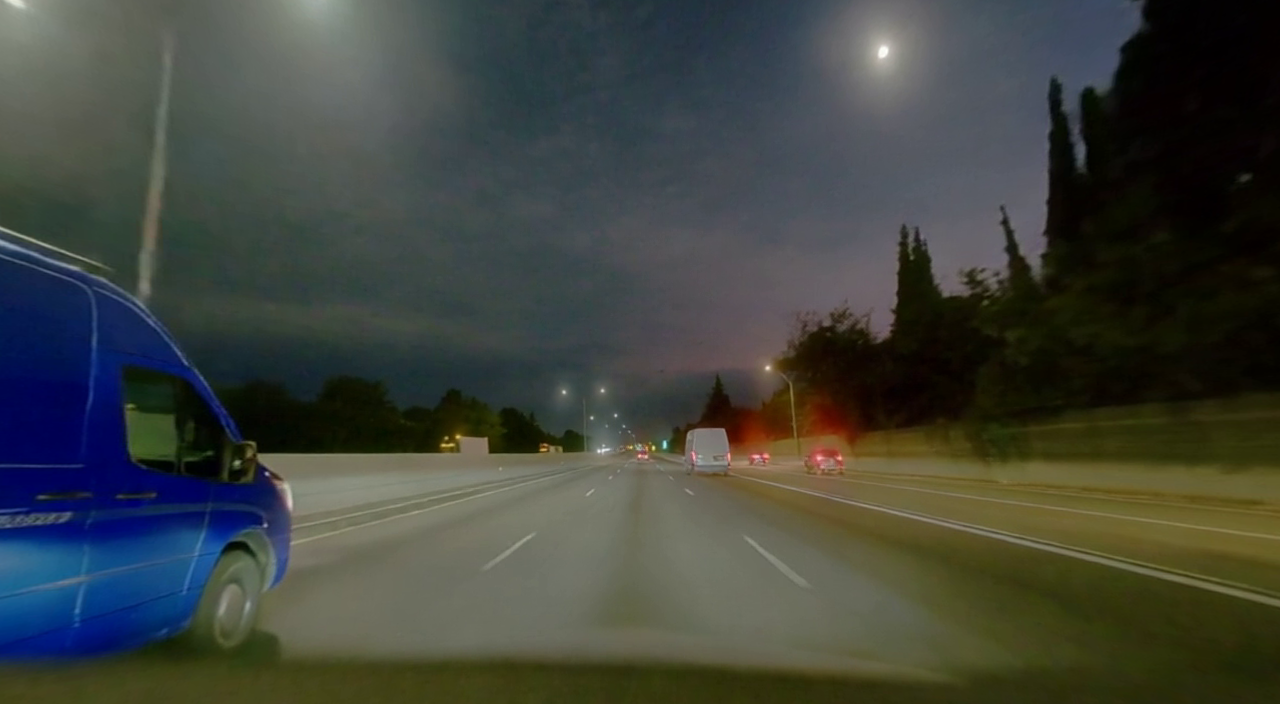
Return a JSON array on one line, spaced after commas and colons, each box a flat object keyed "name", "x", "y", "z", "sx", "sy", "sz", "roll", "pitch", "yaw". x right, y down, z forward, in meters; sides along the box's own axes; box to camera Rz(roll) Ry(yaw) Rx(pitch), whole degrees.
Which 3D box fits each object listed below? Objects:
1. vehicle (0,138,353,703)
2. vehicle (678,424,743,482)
[{"name": "vehicle", "x": -3.635, "y": 0.403, "z": 1.993, "sx": 2.409, "sy": 2.523, "sz": 6.275, "roll": 0, "pitch": -9, "yaw": 1}, {"name": "vehicle", "x": 3.313, "y": 4.962, "z": 31.031, "sx": 2.373, "sy": 2.561, "sz": 5.922, "roll": 0, "pitch": -9, "yaw": -1}]
